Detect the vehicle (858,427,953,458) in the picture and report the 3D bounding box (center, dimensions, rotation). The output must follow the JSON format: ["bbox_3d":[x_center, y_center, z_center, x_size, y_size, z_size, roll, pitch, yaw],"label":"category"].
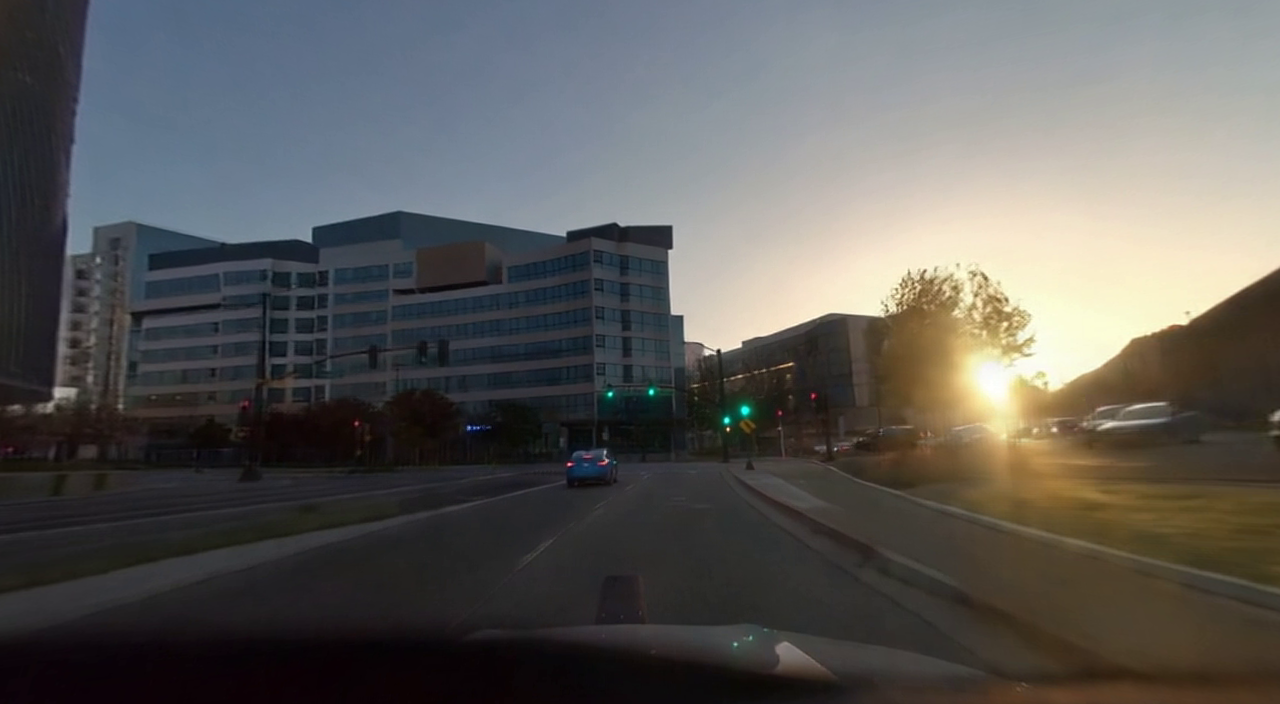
[{"bbox_3d":[14.084,4.825,33.574,4.120,1.558,1.959,-1,-9,1],"label":"vehicle"}]

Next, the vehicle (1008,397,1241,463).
[{"bbox_3d":[13.873,2.290,18.321,4.904,1.755,2.114,-1,-9,2],"label":"vehicle"}]

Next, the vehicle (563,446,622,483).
[{"bbox_3d":[-1.992,4.869,27.652,1.971,1.486,4.380,-1,-9,4],"label":"vehicle"}]
